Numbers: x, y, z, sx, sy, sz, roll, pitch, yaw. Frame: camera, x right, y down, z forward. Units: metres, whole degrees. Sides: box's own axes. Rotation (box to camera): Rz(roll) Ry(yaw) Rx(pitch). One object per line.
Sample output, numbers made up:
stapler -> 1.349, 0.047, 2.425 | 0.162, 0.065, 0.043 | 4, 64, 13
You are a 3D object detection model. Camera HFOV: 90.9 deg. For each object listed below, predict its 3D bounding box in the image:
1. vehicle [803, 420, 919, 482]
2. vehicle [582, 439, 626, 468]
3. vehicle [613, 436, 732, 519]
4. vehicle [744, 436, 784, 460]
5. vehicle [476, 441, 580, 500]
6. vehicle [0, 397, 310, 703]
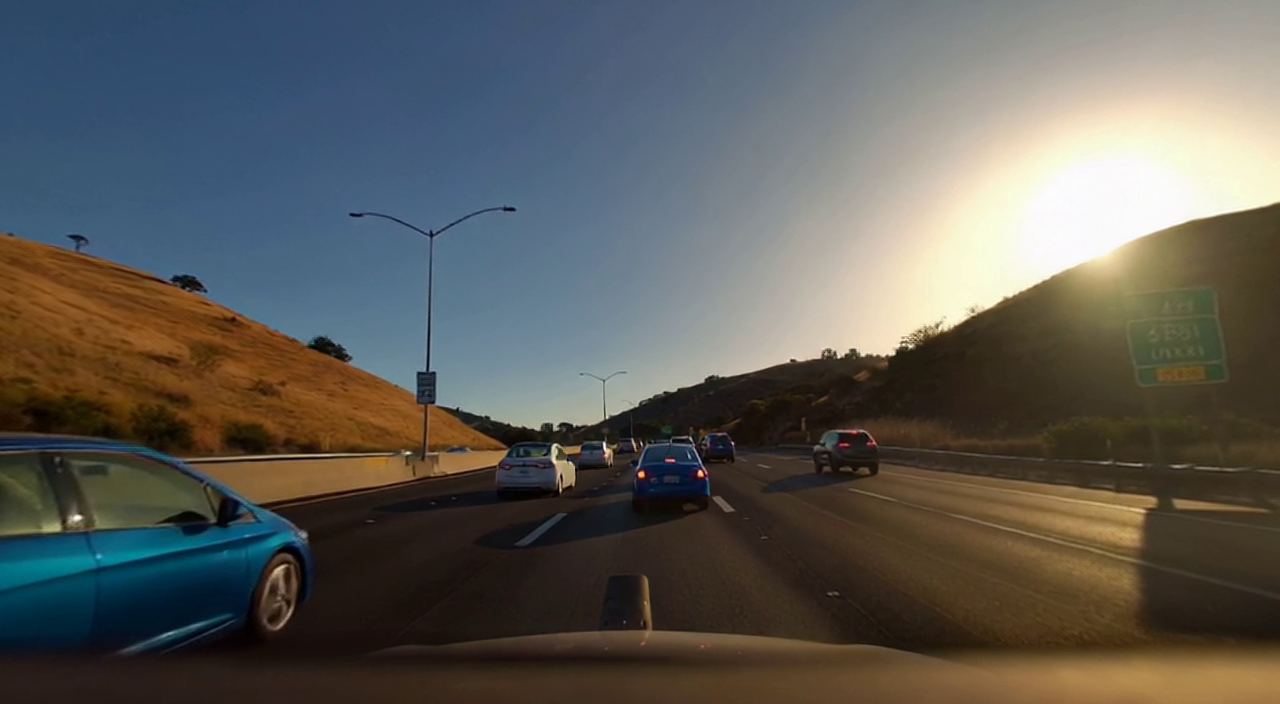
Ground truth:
vehicle -> 7.296, 3.320, 21.474 | 2.210, 1.831, 4.843 | -1, -8, 1
vehicle -> -2.038, 5.910, 37.031 | 2.034, 1.572, 4.444 | -1, -8, 3
vehicle -> 0.642, 2.492, 13.071 | 2.072, 1.431, 3.904 | -1, -8, 2
vehicle -> 8.868, 6.869, 45.394 | 2.032, 1.580, 4.928 | -1, -8, 2
vehicle -> -3.006, 3.283, 18.011 | 2.017, 1.446, 4.384 | -1, -8, 2
vehicle -> -3.428, 0.933, 2.314 | 2.033, 1.513, 4.333 | -1, -8, 1
